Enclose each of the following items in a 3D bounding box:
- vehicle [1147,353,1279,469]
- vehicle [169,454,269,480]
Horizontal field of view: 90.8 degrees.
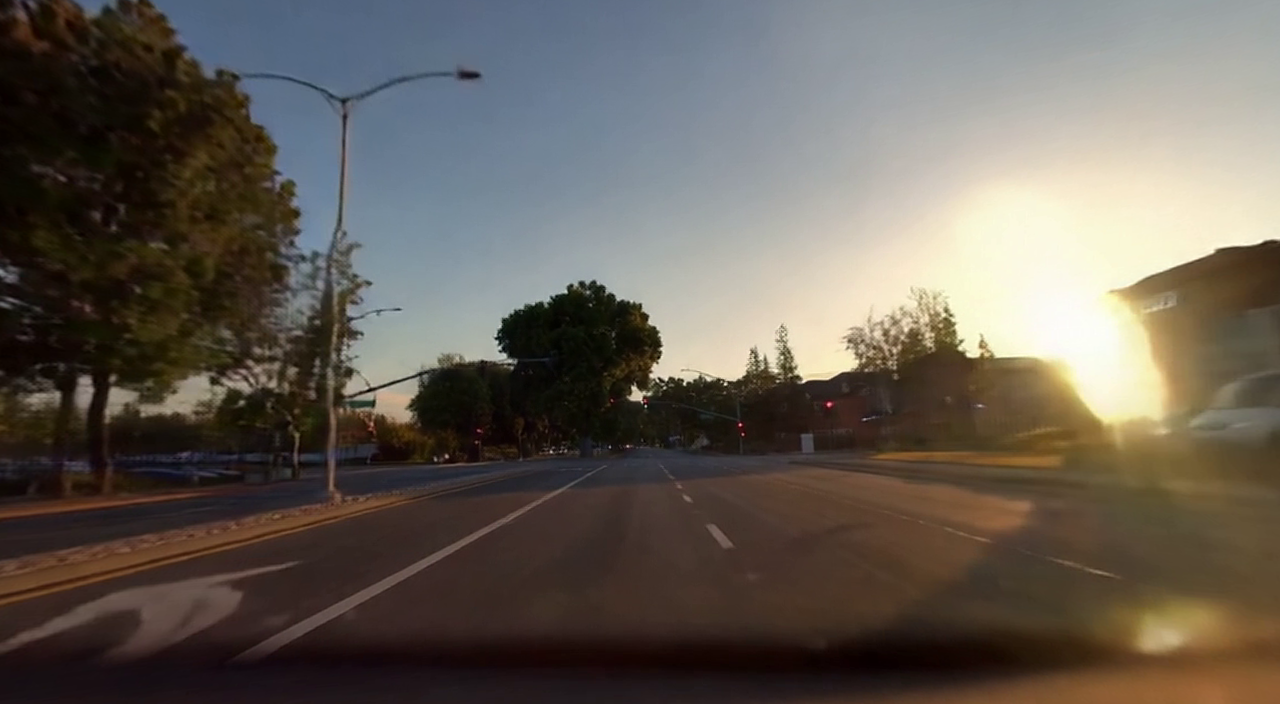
[{"bbox_3d":[20.782,1.904,19.732,7.304,3.335,2.869,0,-9,-2],"label":"vehicle"},{"bbox_3d":[-30.852,8.447,46.451,5.418,1.823,2.531,0,-9,-2],"label":"vehicle"}]
